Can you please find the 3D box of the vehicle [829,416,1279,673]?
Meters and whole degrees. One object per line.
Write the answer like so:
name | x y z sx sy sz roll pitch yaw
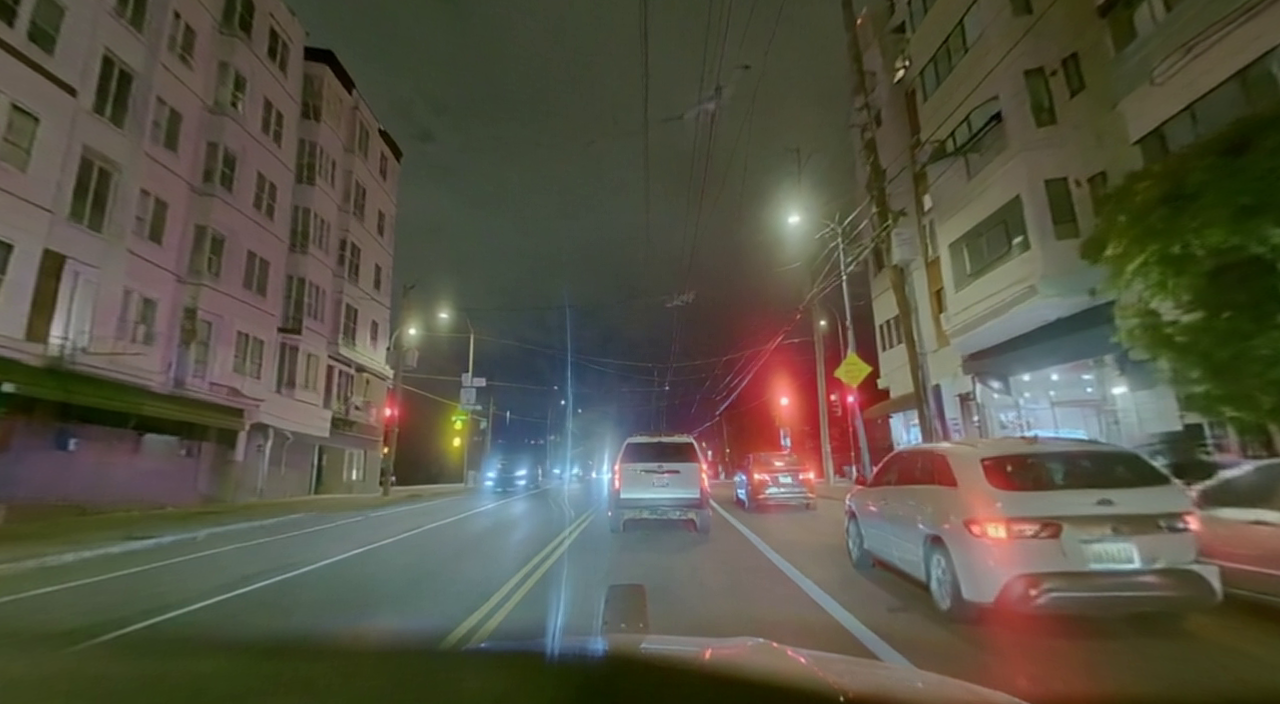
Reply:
vehicle | 3.354 1.499 6.002 1.906 1.578 4.020 0 -8 1

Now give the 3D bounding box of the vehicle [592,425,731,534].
vehicle | 0.344 2.355 12.221 2.232 1.736 4.036 0 -8 0

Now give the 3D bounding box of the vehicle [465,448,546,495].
vehicle | -5.330 4.775 25.698 2.215 1.703 4.614 -1 -8 1

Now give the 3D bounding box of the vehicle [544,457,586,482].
vehicle | -4.998 7.898 42.605 2.014 1.538 4.275 -1 -9 3

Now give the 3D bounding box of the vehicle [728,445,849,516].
vehicle | 3.388 2.993 15.294 1.970 1.452 4.227 0 -8 1
